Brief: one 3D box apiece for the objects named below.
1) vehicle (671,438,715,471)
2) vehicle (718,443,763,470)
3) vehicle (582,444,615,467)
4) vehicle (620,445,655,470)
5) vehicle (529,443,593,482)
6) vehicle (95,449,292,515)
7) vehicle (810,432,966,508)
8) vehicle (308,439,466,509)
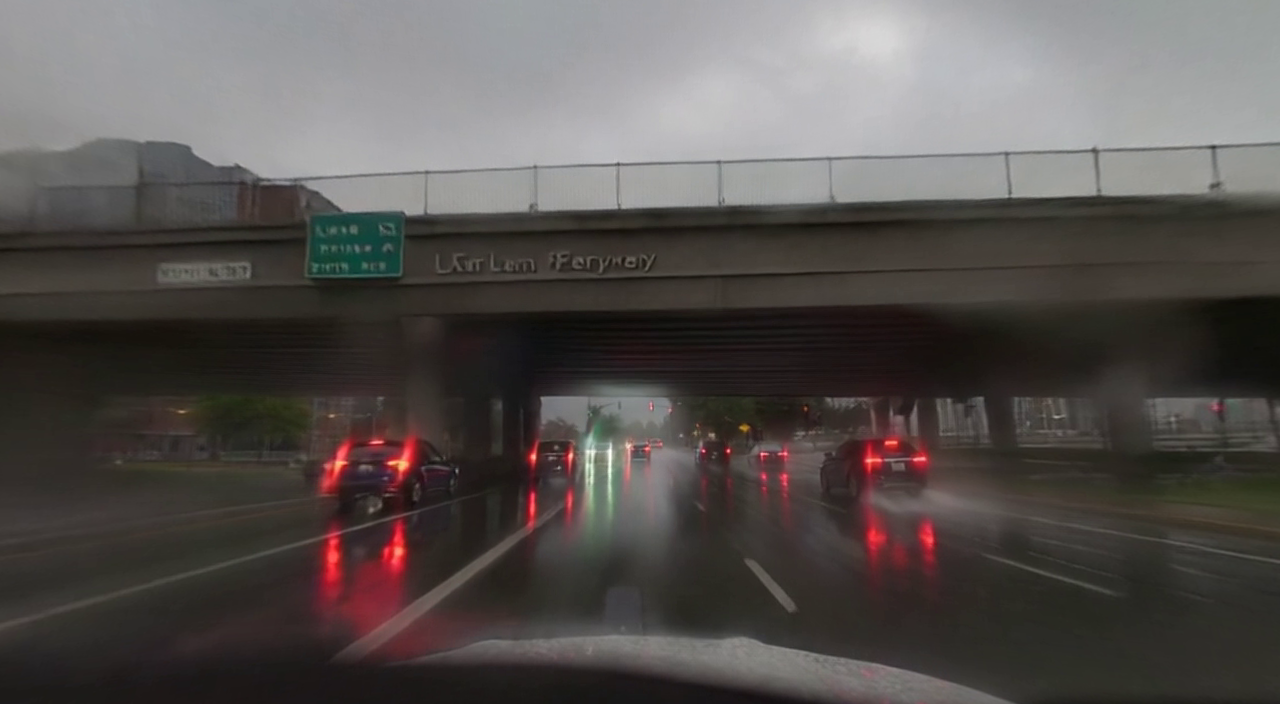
[{"bbox_3d":[3.013,5.924,36.554,2.034,1.762,4.420,0,-8,-1],"label":"vehicle"},{"bbox_3d":[6.057,6.372,38.422,1.924,1.527,4.268,0,-8,-2],"label":"vehicle"},{"bbox_3d":[-2.822,7.131,43.310,1.980,1.491,4.351,0,-8,0],"label":"vehicle"},{"bbox_3d":[-0.143,6.420,38.472,2.026,1.453,3.780,0,-8,0],"label":"vehicle"},{"bbox_3d":[-3.180,4.539,26.038,2.041,1.466,4.212,0,-8,1],"label":"vehicle"},{"bbox_3d":[-11.743,3.401,17.020,1.898,1.475,4.629,0,-8,1],"label":"vehicle"},{"bbox_3d":[6.005,2.895,15.927,2.056,1.624,4.498,0,-8,0],"label":"vehicle"},{"bbox_3d":[-6.086,2.960,15.798,2.070,1.488,4.376,0,-8,1],"label":"vehicle"}]
